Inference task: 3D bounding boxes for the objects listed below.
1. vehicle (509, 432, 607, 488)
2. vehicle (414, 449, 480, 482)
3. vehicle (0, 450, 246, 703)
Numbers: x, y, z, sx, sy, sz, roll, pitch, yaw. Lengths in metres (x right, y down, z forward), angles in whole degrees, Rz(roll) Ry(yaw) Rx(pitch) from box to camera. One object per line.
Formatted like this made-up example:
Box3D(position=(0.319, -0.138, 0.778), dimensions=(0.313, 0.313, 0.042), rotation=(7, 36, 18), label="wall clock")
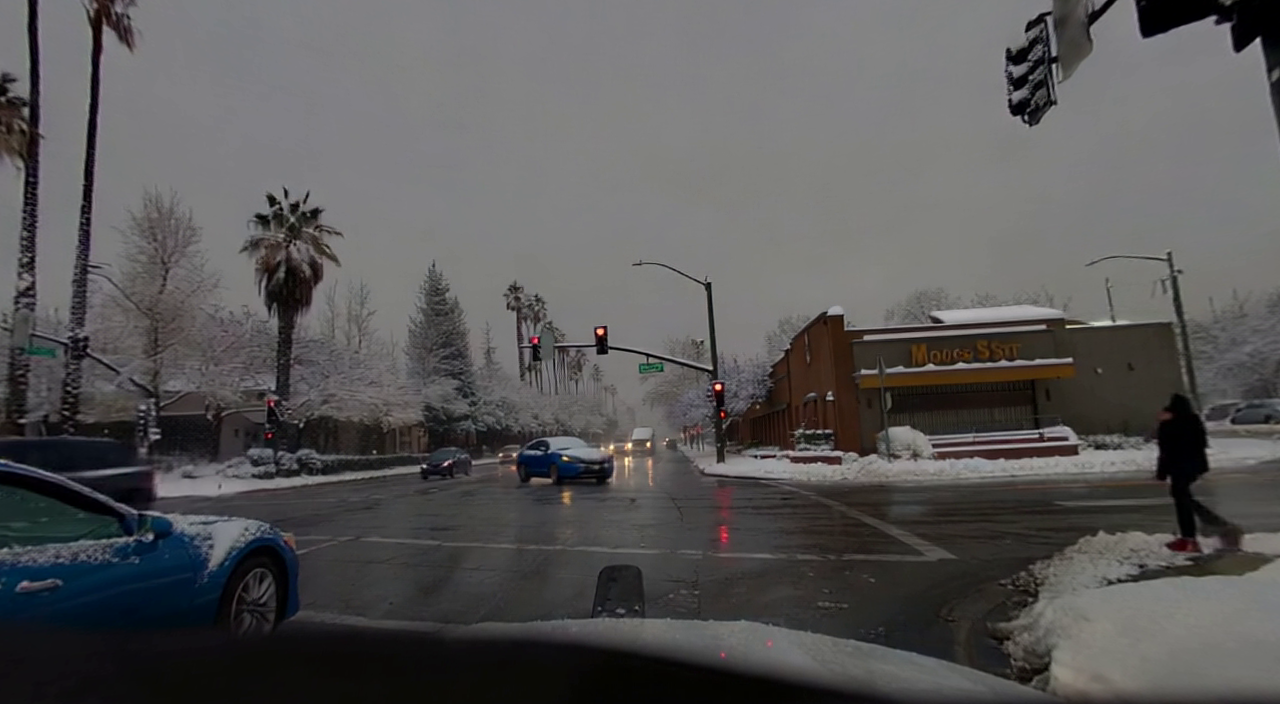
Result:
Box3D(position=(-3.014, 3.753, 22.248), dimensions=(2.092, 1.709, 4.775), rotation=(4, -9, -24), label="vehicle")
Box3D(position=(-11.688, 6.861, 38.521), dimensions=(1.870, 1.705, 4.426), rotation=(-7, -10, 11), label="vehicle")
Box3D(position=(-3.704, 1.023, 2.243), dimensions=(1.850, 1.325, 4.295), rotation=(0, -9, 0), label="vehicle")
